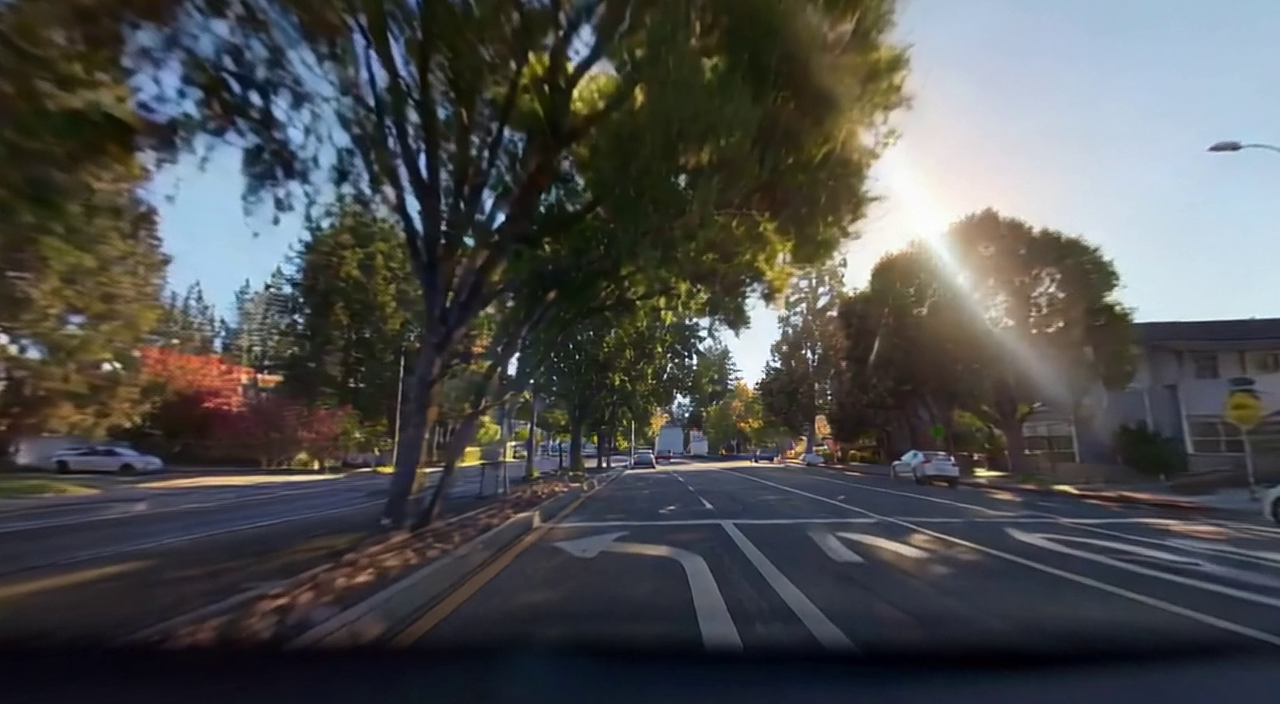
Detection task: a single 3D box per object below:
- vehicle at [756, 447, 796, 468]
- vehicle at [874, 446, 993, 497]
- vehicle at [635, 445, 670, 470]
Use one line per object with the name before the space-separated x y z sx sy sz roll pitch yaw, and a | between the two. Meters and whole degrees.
vehicle | 9.934 7.734 46.495 1.888 1.472 4.350 0 -8 -1
vehicle | 9.491 3.865 20.839 2.020 1.472 3.958 0 -8 0
vehicle | 0.728 6.556 39.367 2.077 1.477 3.897 0 -8 0
